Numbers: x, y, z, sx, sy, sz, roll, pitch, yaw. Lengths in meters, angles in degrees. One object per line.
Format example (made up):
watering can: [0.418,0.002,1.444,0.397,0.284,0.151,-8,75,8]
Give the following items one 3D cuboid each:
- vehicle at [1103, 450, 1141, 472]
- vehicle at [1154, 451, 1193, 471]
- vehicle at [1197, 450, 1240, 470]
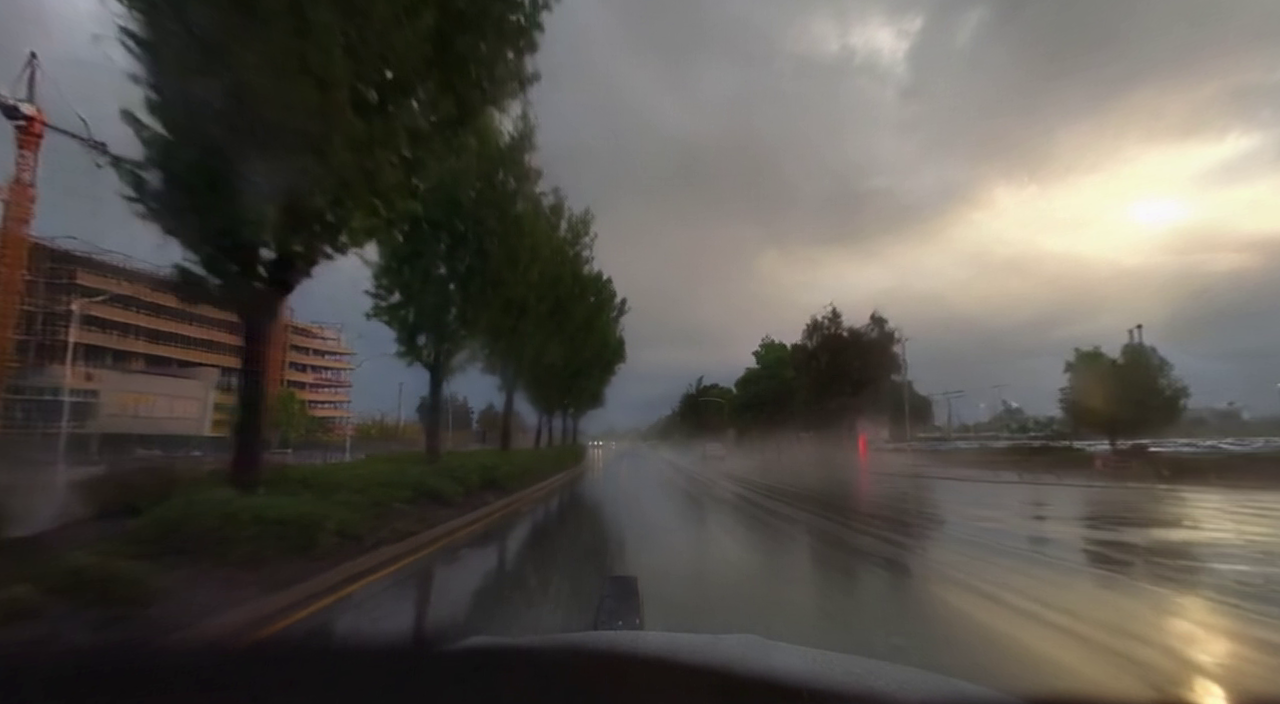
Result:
vehicle: [36.234,8.155,47.434,1.955,1.527,4.835,-8,-12,38]
vehicle: [39.190,7.981,46.465,1.934,1.402,4.035,-7,-11,38]
vehicle: [42.501,7.911,46.490,1.802,1.369,4.298,-7,-11,36]
